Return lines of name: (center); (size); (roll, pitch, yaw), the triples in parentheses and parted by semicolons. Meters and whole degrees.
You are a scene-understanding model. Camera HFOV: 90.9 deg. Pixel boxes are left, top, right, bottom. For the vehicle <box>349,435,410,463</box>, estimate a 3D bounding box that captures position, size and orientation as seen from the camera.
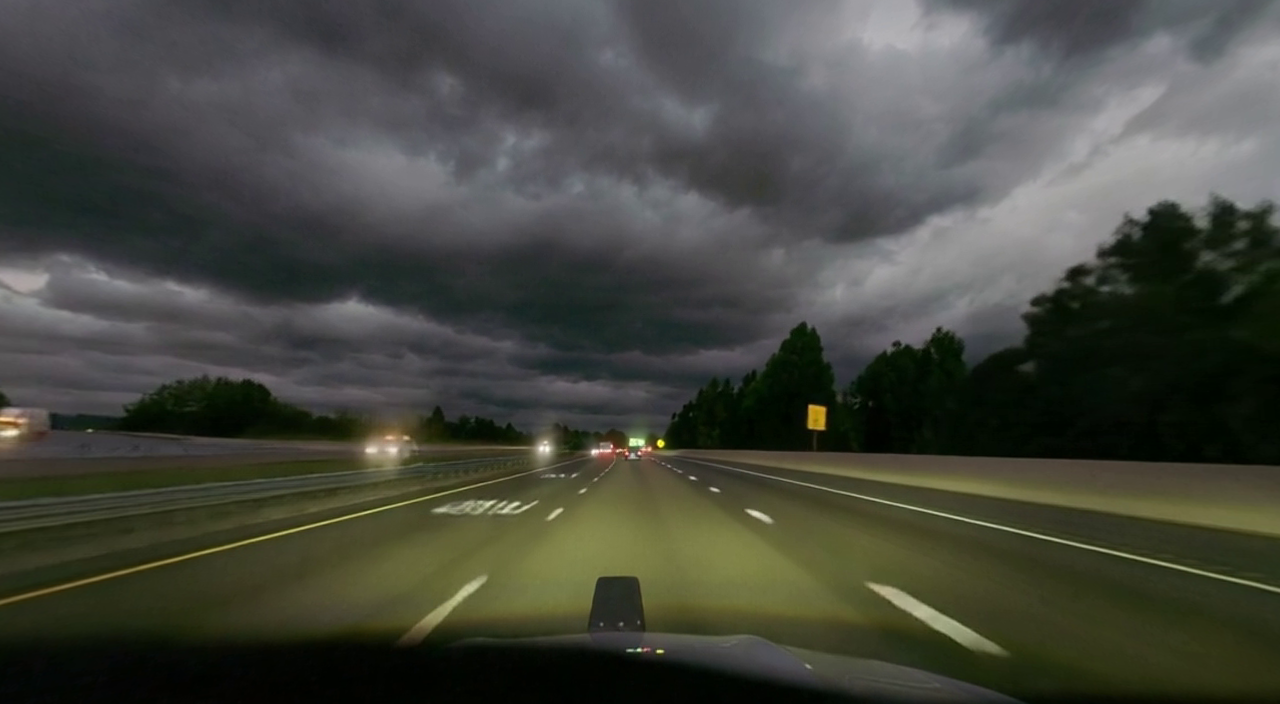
vehicle: (-16.544, 6.178, 40.221); (2.082, 1.628, 4.275); (0, -9, -1)
